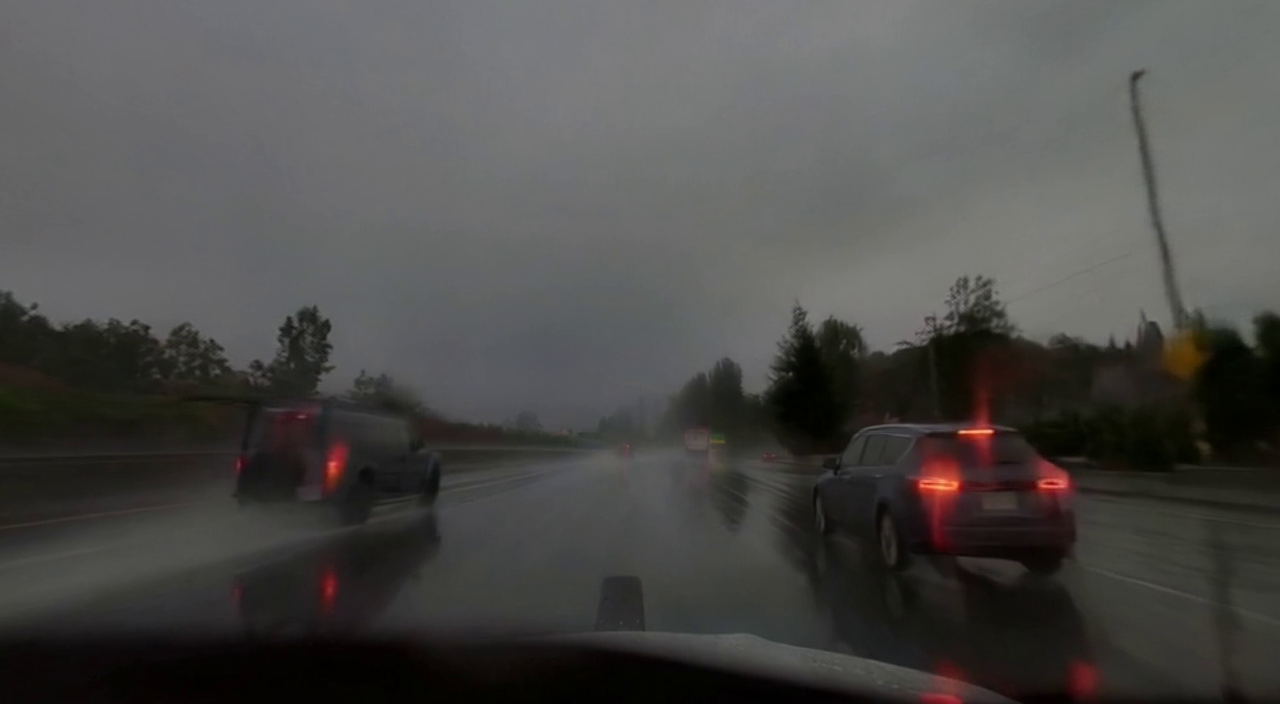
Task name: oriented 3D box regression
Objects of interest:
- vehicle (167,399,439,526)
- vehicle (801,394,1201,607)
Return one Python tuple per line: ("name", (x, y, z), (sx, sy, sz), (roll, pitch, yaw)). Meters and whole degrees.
("vehicle", (-6.417, 2.247, 13.243), (2.383, 2.048, 5.875), (0, -9, 1))
("vehicle", (3.548, 1.559, 7.487), (2.075, 1.743, 4.410), (0, -9, -1))
